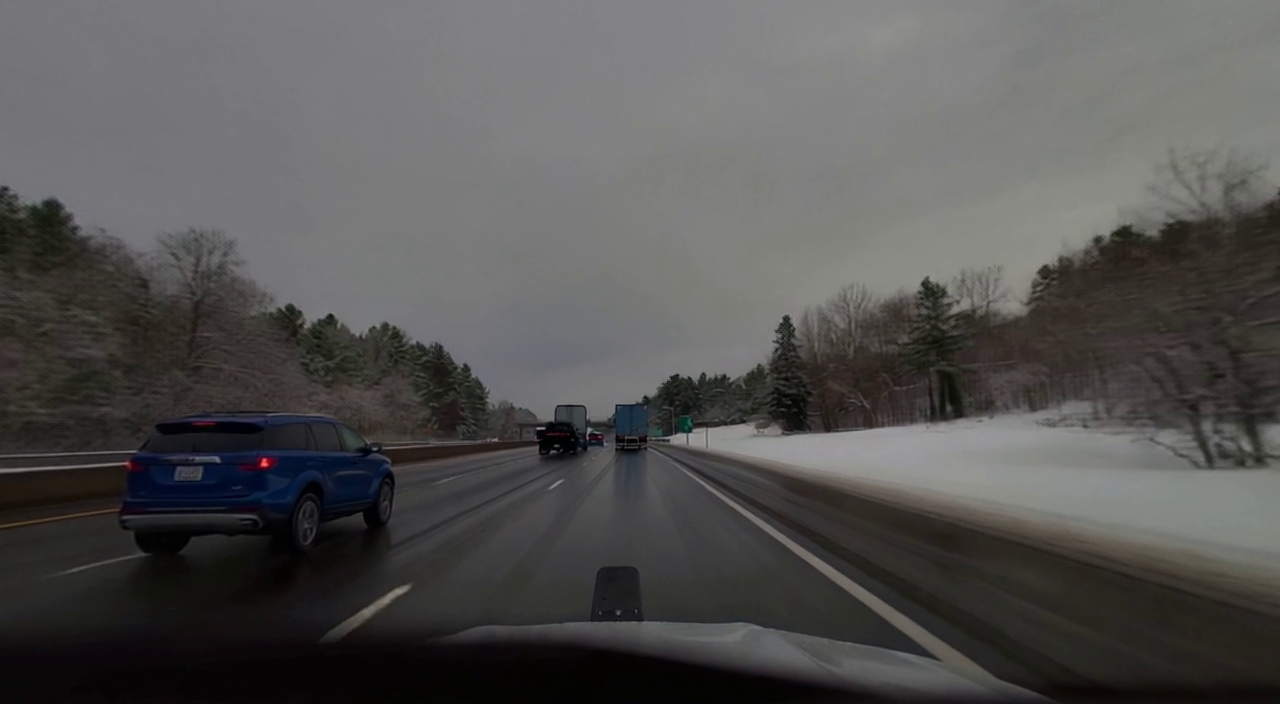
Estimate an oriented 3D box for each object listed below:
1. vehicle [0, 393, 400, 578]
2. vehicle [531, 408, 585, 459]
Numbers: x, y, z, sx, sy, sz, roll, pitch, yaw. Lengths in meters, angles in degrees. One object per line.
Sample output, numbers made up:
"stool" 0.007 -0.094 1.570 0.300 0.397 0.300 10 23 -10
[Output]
"vehicle" -4.967 1.509 8.003 2.089 1.669 4.515 0 -8 -1
"vehicle" -4.650 4.747 36.713 2.383 2.726 5.677 0 -8 0
